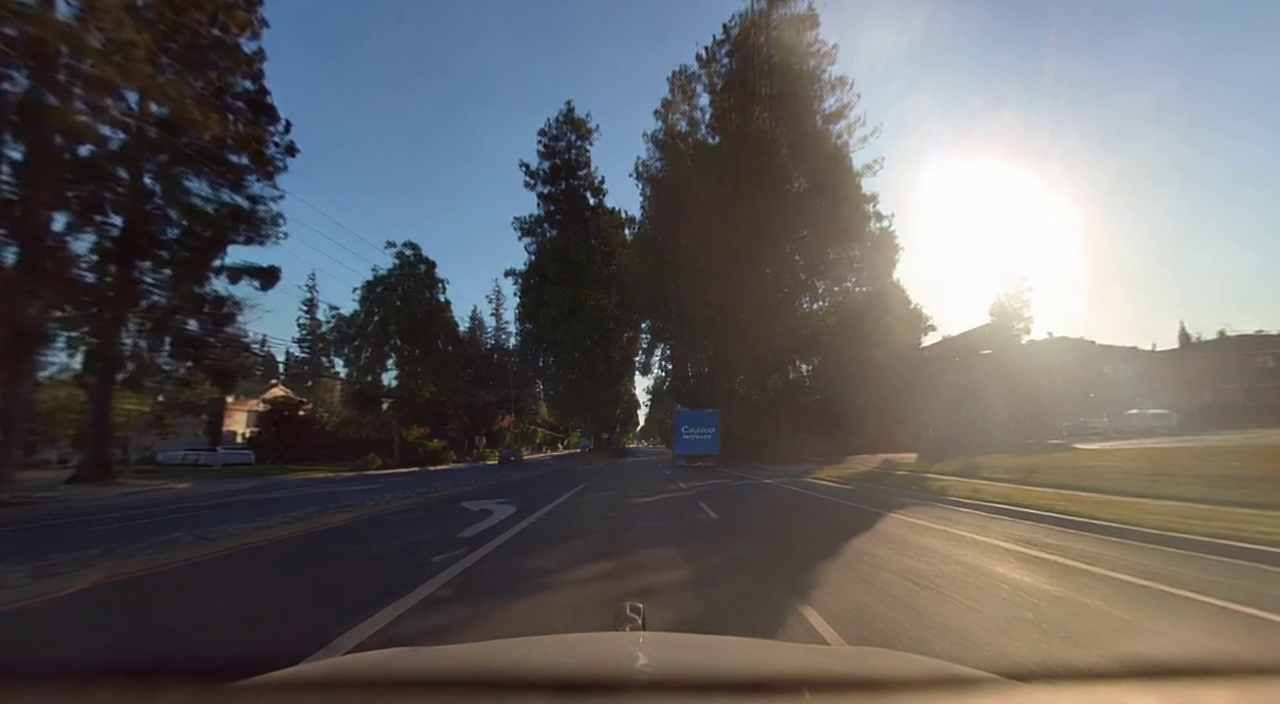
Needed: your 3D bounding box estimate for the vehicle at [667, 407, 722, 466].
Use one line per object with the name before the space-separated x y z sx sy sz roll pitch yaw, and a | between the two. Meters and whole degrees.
vehicle | 3.785 6.231 45.932 2.973 3.848 9.336 0 -8 -1
